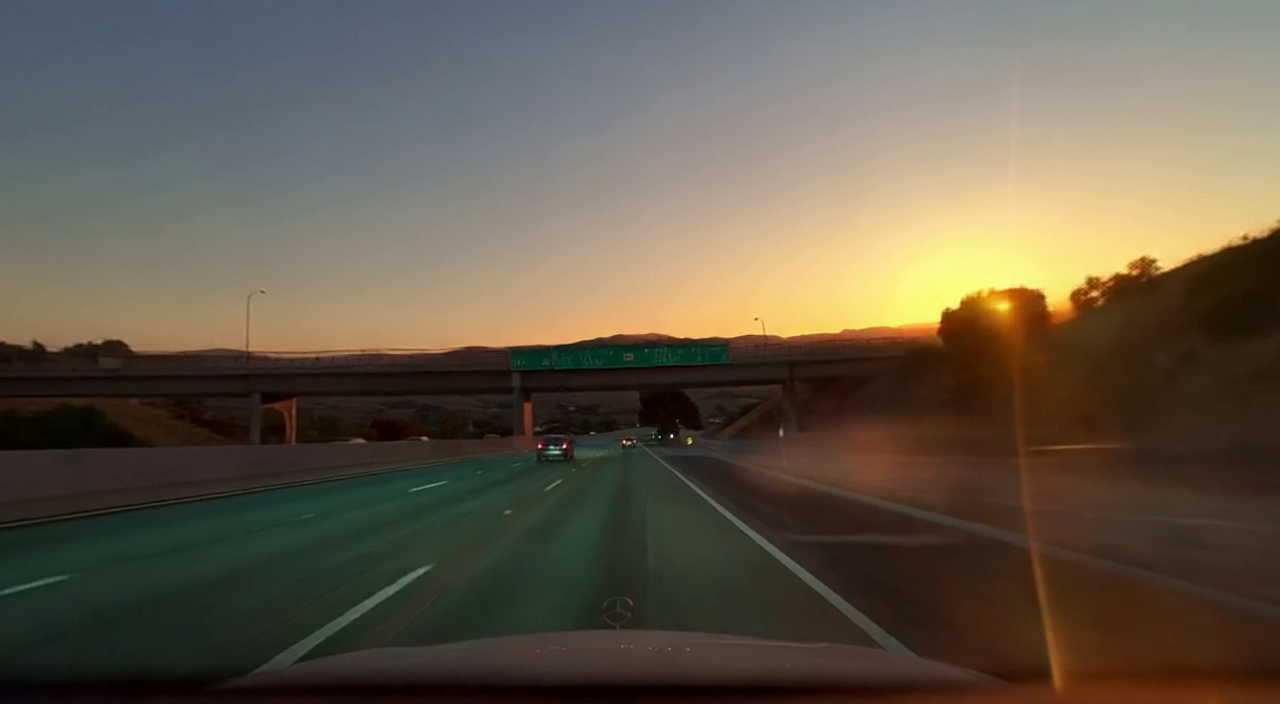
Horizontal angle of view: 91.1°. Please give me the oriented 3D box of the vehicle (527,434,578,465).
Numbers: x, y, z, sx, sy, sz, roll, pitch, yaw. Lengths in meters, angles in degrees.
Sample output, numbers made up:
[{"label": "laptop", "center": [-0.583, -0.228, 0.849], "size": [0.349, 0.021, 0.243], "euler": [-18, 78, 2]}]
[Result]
[{"label": "vehicle", "center": [-4.822, 5.441, 35.399], "size": [2.129, 1.588, 4.980], "euler": [0, -8, 0]}]
